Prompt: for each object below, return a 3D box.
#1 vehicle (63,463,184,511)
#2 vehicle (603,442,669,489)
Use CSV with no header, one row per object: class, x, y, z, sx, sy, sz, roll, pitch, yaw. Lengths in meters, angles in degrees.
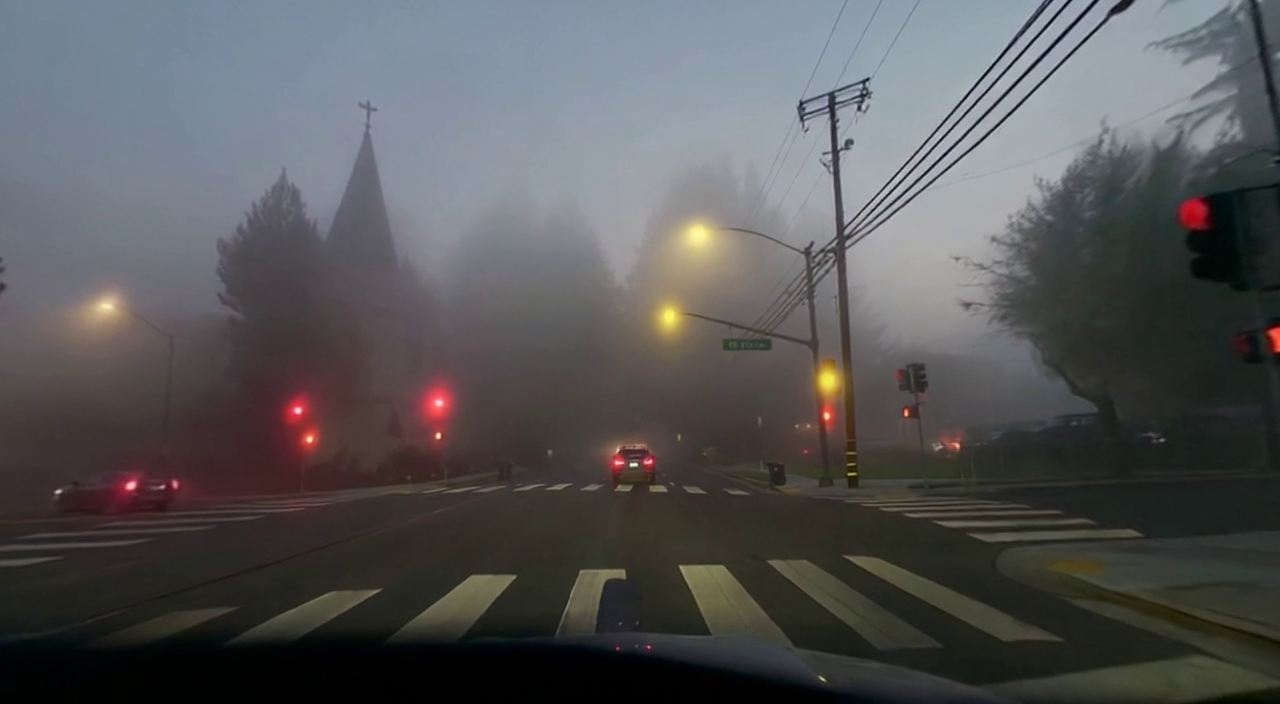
vehicle,-18.861,4.862,22.989,3.578,1.488,1.930,-4,-9,25
vehicle,-0.148,3.907,22.041,2.093,1.497,4.010,0,-8,-1
